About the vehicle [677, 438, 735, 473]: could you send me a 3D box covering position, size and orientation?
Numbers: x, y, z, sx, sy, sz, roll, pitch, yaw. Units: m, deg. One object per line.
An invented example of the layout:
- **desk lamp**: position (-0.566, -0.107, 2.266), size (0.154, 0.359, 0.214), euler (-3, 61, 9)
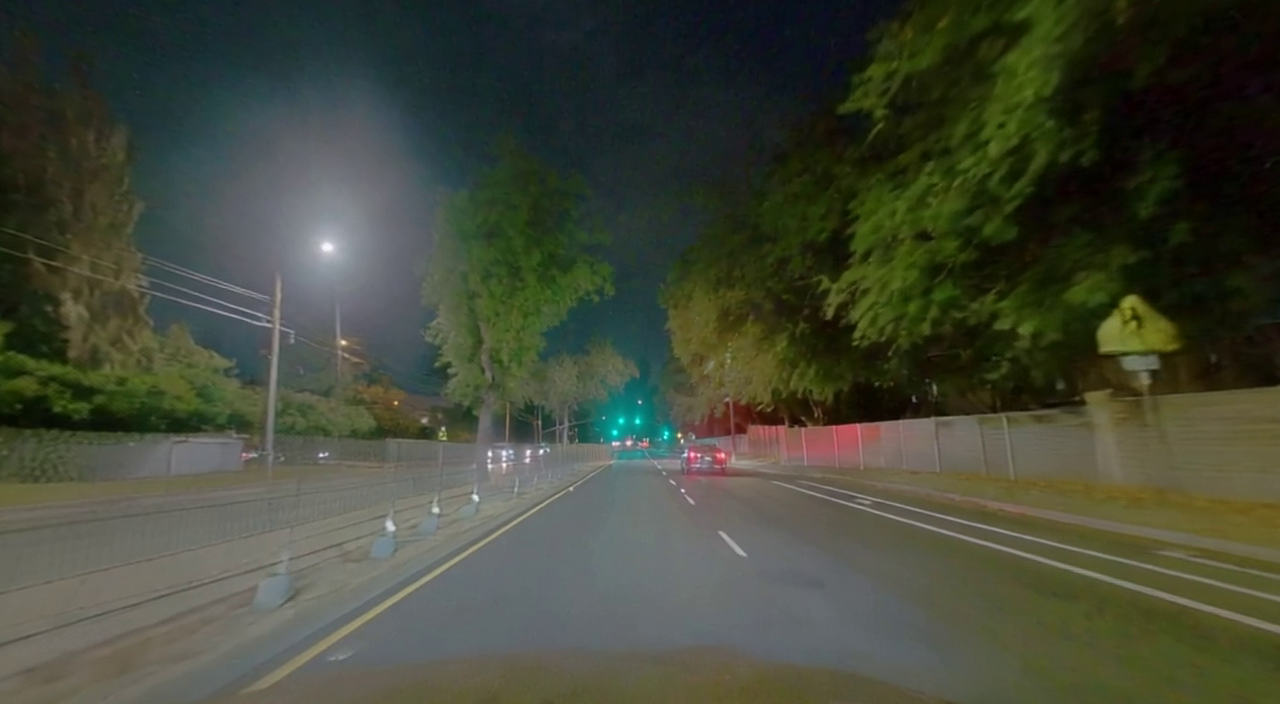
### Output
- **vehicle**: position (2.999, 4.823, 29.433), size (2.105, 1.490, 4.008), euler (1, -8, -2)
